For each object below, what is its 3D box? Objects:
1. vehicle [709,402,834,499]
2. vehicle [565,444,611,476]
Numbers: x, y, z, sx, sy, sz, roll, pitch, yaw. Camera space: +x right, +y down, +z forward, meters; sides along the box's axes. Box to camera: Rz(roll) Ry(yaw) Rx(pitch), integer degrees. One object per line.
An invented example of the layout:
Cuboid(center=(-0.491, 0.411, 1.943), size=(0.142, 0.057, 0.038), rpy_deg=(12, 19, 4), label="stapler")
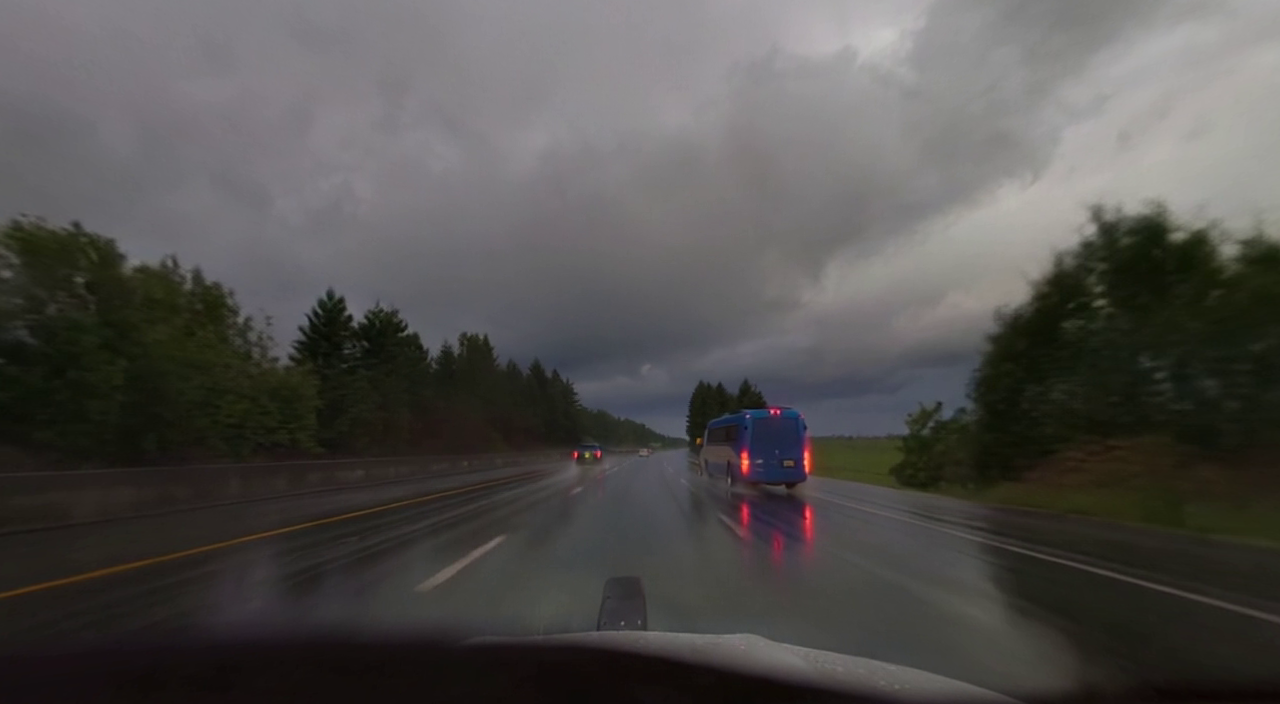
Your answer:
Cuboid(center=(4.009, 3.234, 20.764), size=(2.614, 2.655, 6.429), rpy_deg=(0, -9, -1), label="vehicle")
Cuboid(center=(-2.764, 5.839, 34.346), size=(2.020, 1.619, 4.690), rpy_deg=(0, -9, 1), label="vehicle")
